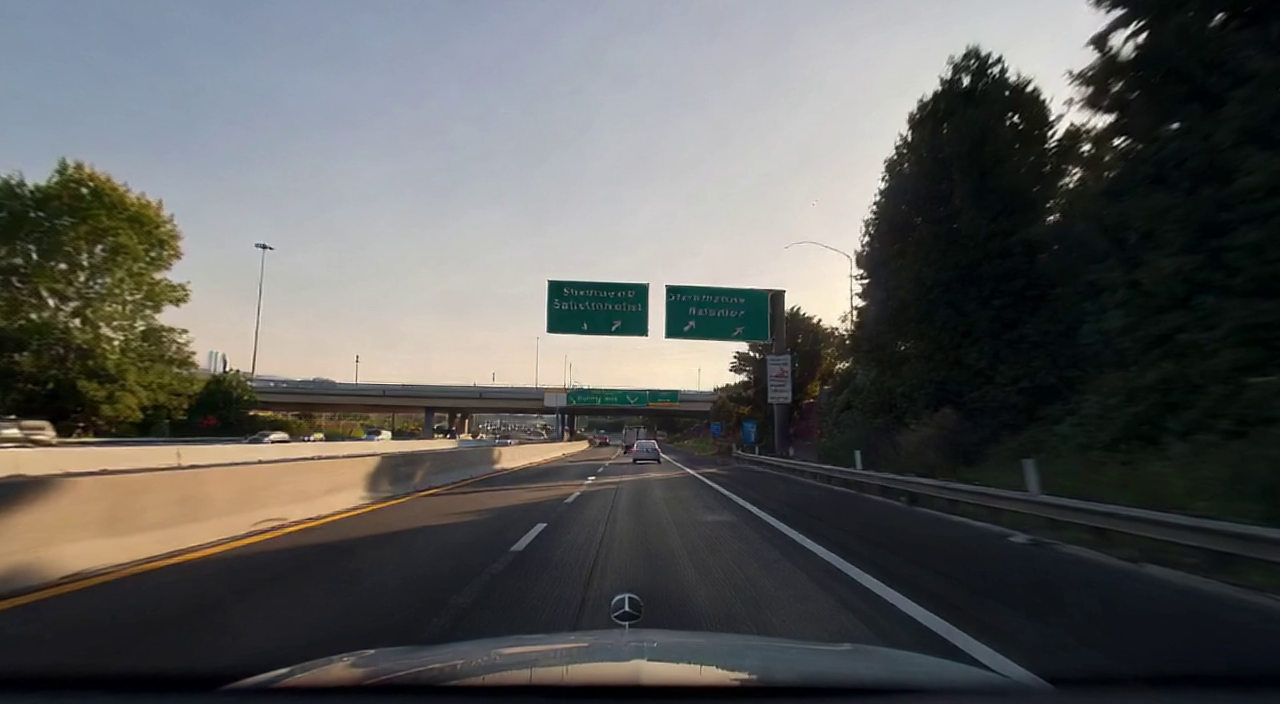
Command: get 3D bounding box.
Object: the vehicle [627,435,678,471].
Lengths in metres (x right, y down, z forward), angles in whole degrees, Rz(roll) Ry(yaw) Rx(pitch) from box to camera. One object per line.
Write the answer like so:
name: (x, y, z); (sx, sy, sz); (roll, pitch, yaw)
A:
vehicle: (0.514, 4.566, 28.639); (2.130, 1.512, 4.057); (0, -8, 0)
